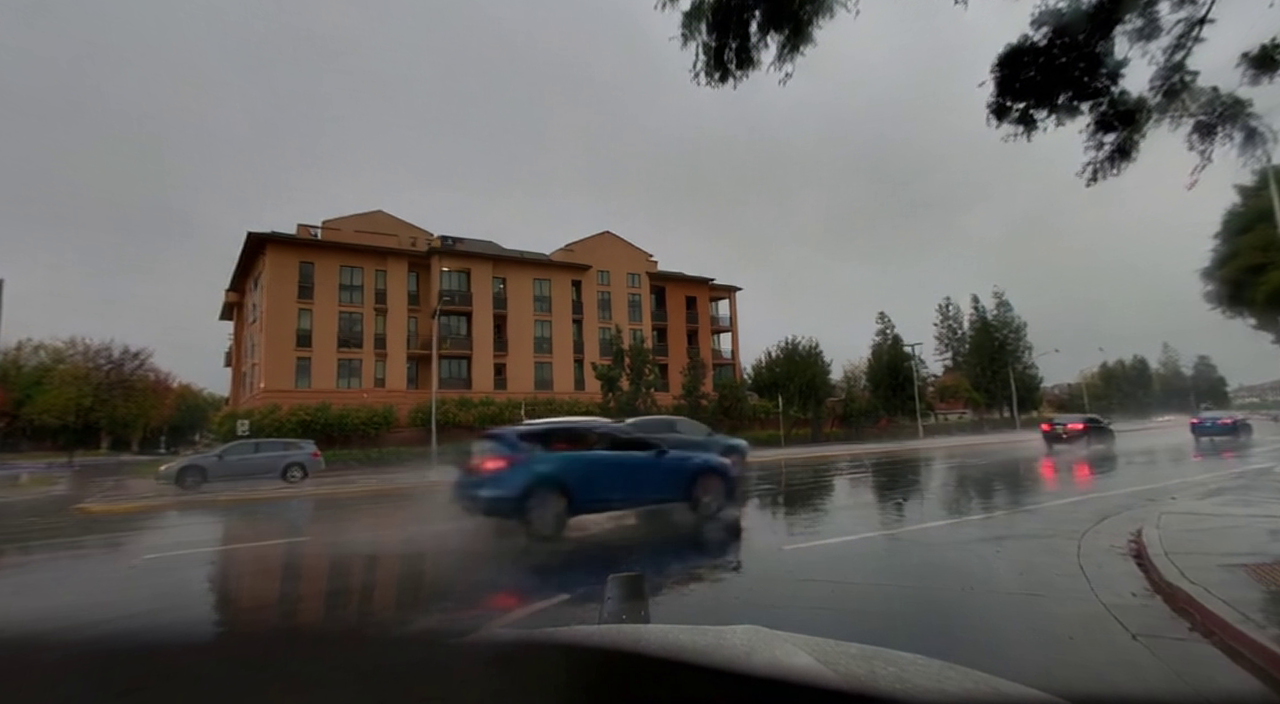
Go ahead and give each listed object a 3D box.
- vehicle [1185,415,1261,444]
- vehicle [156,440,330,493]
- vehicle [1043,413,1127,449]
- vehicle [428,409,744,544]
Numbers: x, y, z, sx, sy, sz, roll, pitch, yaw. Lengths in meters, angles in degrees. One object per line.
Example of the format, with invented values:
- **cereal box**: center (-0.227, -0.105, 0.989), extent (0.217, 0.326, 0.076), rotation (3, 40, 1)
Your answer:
- **vehicle**: center (30.934, 4.143, 33.403), extent (4.521, 1.433, 1.943), rotation (6, -10, -35)
- **vehicle**: center (-12.087, 3.443, 19.361), extent (4.289, 1.415, 1.774), rotation (6, -10, -37)
- **vehicle**: center (22.838, 4.083, 32.314), extent (4.683, 1.678, 1.981), rotation (6, -10, -36)
- **vehicle**: center (-0.717, 1.812, 9.805), extent (4.438, 1.625, 2.033), rotation (6, -10, -35)
